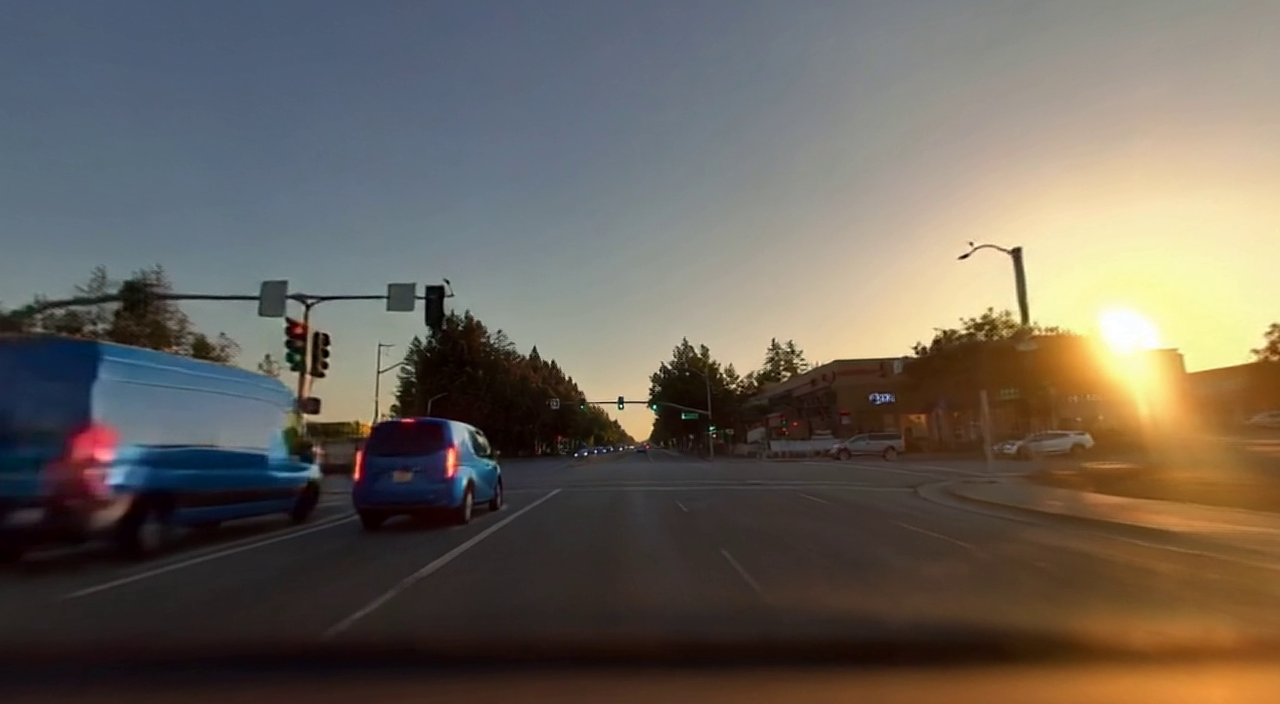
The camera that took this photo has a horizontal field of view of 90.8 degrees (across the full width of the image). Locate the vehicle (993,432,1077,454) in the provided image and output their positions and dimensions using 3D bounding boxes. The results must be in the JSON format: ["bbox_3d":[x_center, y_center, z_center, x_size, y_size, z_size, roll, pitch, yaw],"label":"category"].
[{"bbox_3d":[28.581,6.636,45.784,4.768,1.525,1.919,0,-9,-1],"label":"vehicle"}]

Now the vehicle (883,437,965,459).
[{"bbox_3d":[19.346,6.560,43.141,4.615,1.474,2.004,0,-9,-1],"label":"vehicle"}]

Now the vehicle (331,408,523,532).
[{"bbox_3d":[-3.955,2.322,12.971,2.206,2.007,5.190,0,-9,-1],"label":"vehicle"}]

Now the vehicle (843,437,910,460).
[{"bbox_3d":[18.454,7.536,49.447,4.364,1.737,1.967,0,-9,-1],"label":"vehicle"}]

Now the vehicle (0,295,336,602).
[{"bbox_3d":[-6.593,1.228,8.335,2.405,2.696,5.561,0,-9,-1],"label":"vehicle"}]
